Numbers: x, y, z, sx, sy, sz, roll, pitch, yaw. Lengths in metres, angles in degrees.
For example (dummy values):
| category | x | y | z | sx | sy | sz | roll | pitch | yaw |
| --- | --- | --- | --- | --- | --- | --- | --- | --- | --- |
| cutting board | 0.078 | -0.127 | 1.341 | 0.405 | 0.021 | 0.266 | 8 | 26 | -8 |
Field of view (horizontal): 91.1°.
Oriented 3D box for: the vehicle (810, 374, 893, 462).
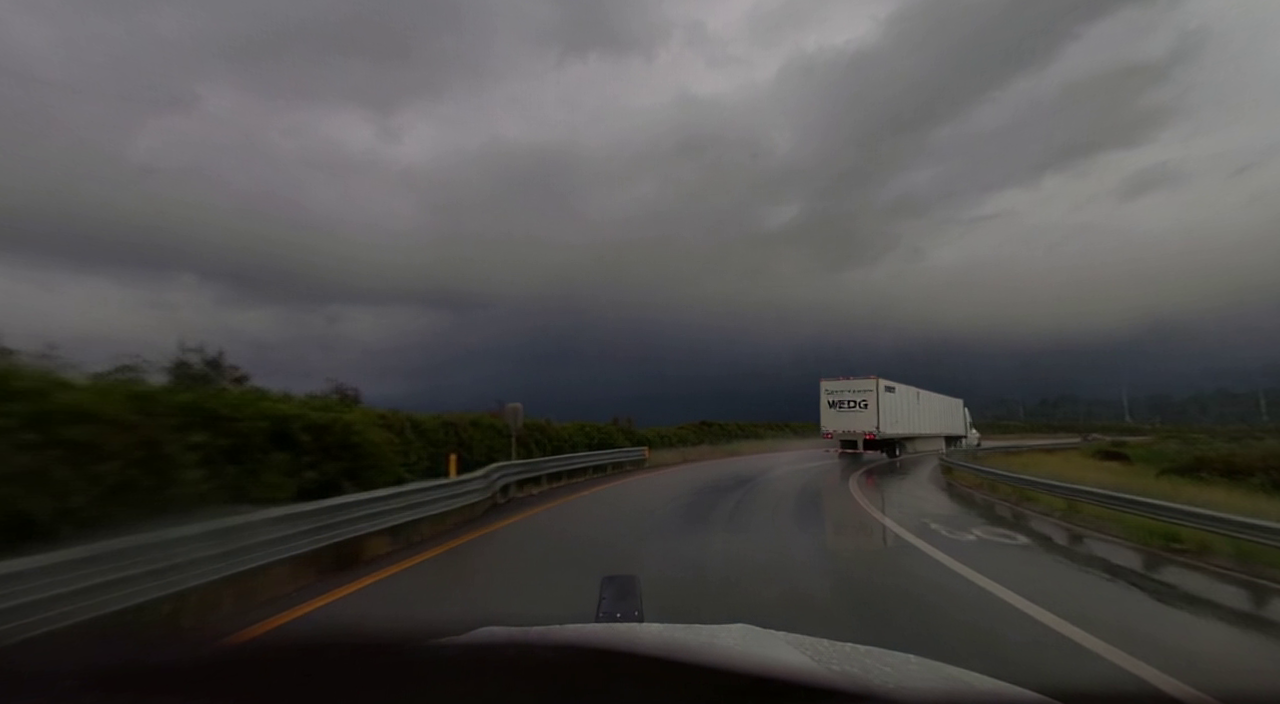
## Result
| category | x | y | z | sx | sy | sz | roll | pitch | yaw |
| --- | --- | --- | --- | --- | --- | --- | --- | --- | --- |
| vehicle | 9.795 | 3.085 | 28.959 | 2.963 | 3.771 | 3.137 | -4 | -9 | 28 |

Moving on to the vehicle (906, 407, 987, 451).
| category | x | y | z | sx | sy | sz | roll | pitch | yaw |
| --- | --- | --- | --- | --- | --- | --- | --- | --- | --- |
| vehicle | 19.238 | 4.854 | 39.222 | 6.650 | 2.524 | 2.120 | 7 | -10 | -42 |
